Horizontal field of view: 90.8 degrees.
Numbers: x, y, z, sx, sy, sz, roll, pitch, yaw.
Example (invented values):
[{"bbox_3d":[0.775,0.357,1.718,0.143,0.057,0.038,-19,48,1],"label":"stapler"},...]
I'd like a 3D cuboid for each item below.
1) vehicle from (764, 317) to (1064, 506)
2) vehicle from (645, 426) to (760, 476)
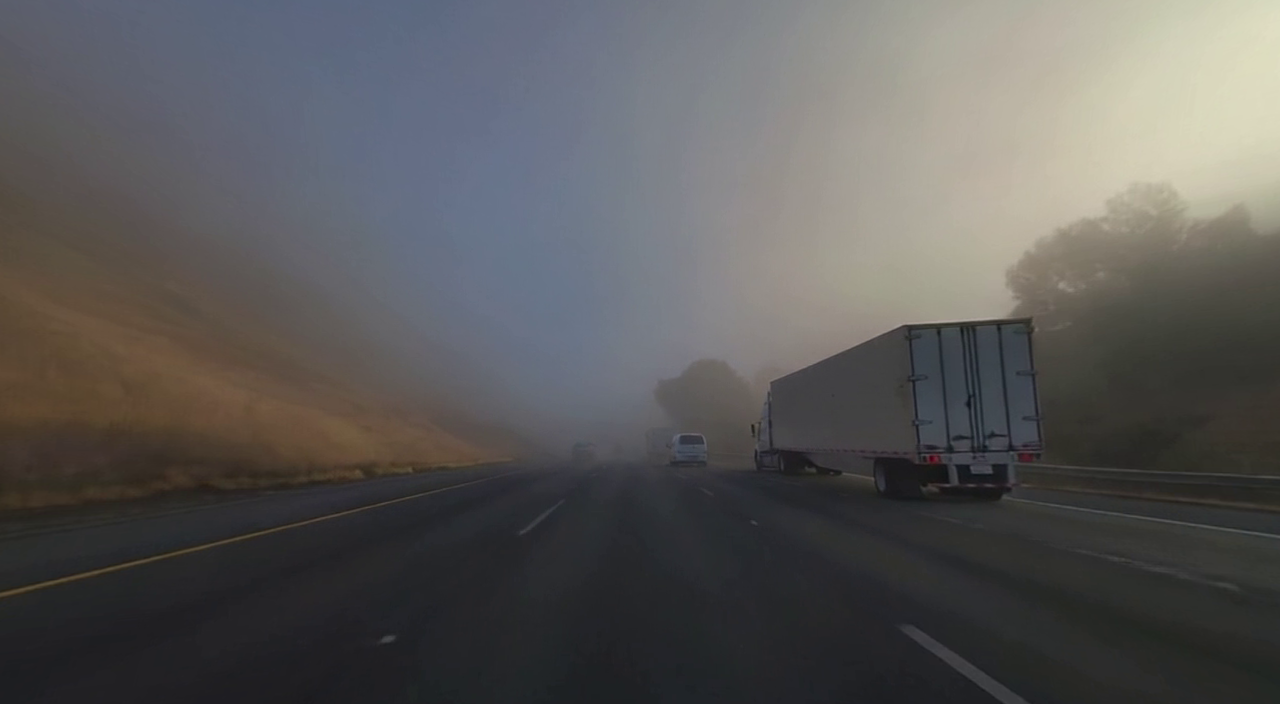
[{"bbox_3d":[7.611,2.515,22.113,2.935,4.187,16.357,0,-9,-1],"label":"vehicle"},{"bbox_3d":[2.868,4.703,30.088,5.075,2.277,2.365,0,-9,-4],"label":"vehicle"}]
